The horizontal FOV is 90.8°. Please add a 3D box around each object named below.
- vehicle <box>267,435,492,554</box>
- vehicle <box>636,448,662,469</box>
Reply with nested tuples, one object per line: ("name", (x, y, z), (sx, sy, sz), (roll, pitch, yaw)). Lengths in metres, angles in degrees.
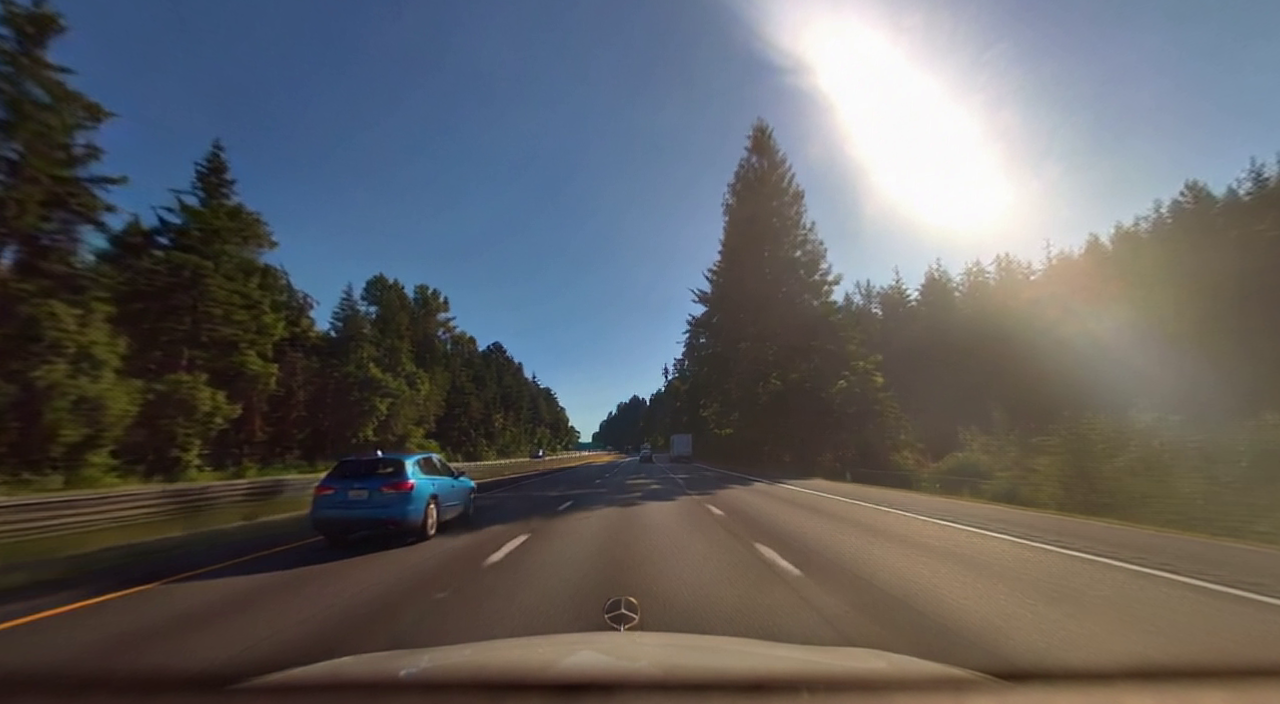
("vehicle", (-3.883, 2.171, 10.256), (1.927, 1.530, 3.874), (0, -9, 1))
("vehicle", (0.697, 8.371, 49.751), (2.006, 1.586, 3.915), (0, -9, 1))
